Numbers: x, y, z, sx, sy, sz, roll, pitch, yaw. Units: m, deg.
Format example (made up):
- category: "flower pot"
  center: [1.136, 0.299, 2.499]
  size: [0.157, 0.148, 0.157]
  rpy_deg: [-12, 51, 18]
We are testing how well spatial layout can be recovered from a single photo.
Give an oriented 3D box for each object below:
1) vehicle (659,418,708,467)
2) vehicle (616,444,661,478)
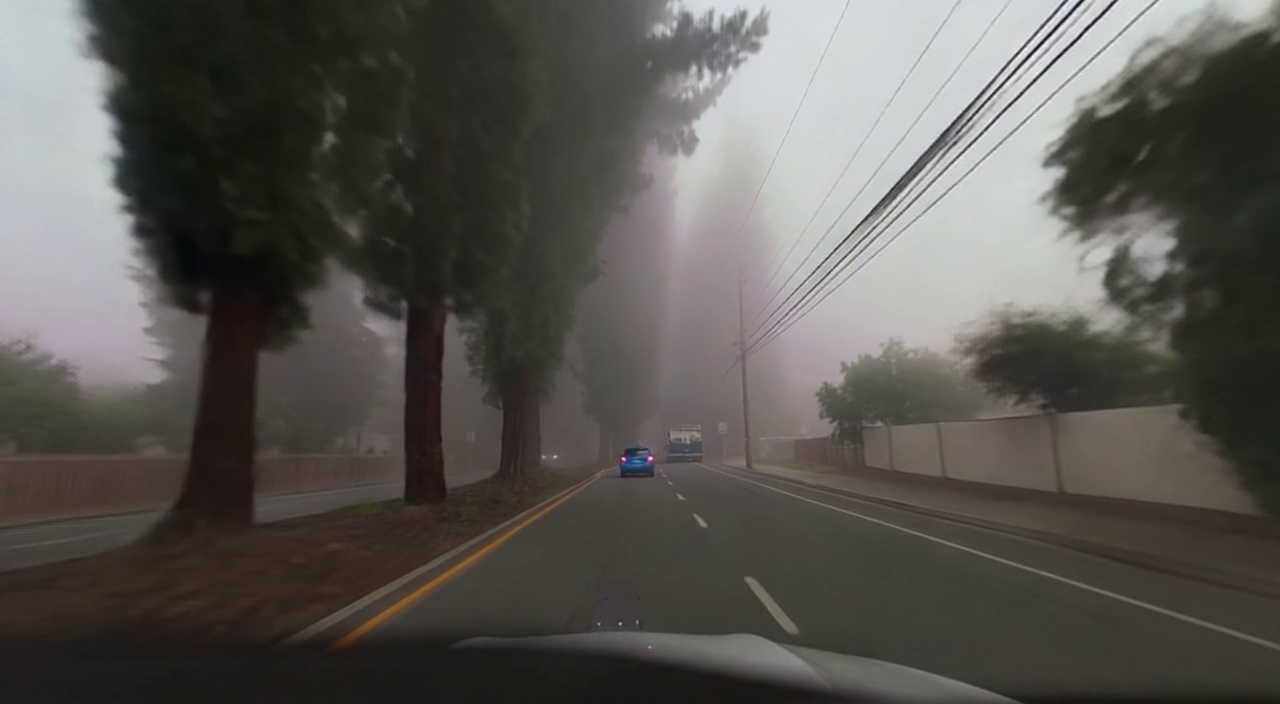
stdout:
- category: "vehicle"
  center: [3.159, 7.070, 49.197]
  size: [2.789, 3.285, 12.428]
  rpy_deg: [0, -9, 0]
- category: "vehicle"
  center: [-0.022, 5.196, 30.321]
  size: [2.018, 1.511, 3.993]
  rpy_deg: [0, -8, 1]
